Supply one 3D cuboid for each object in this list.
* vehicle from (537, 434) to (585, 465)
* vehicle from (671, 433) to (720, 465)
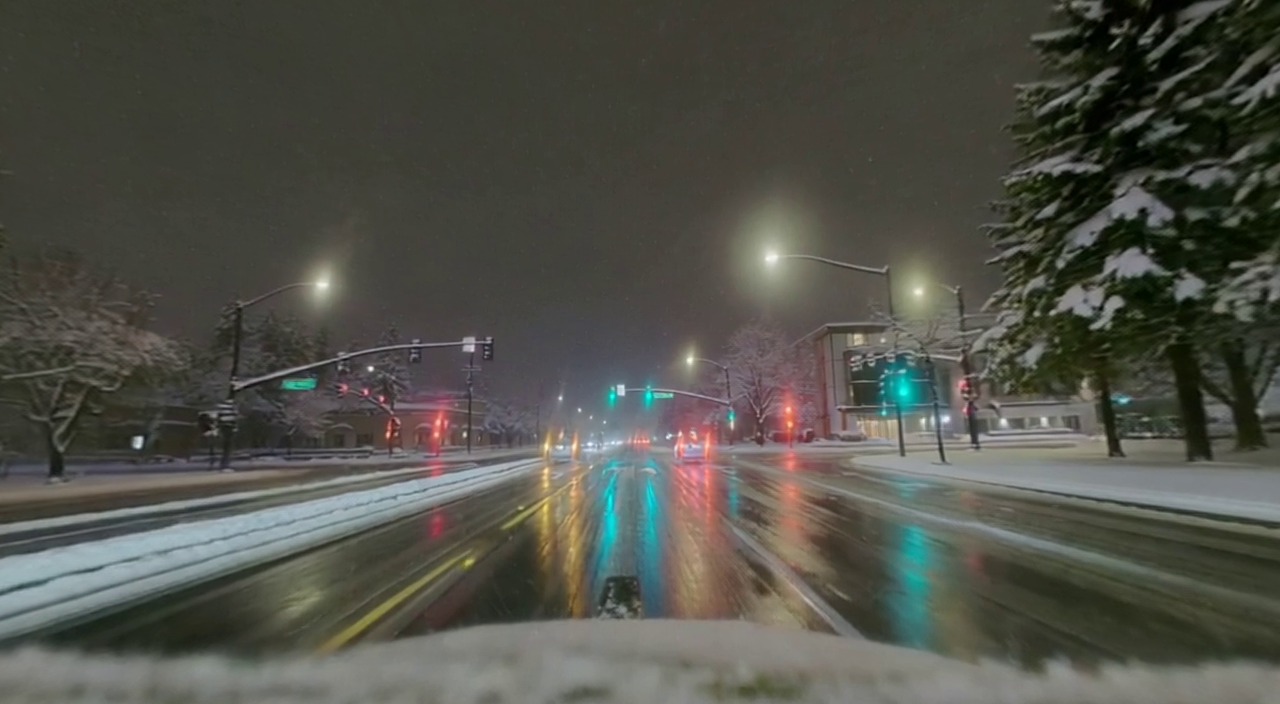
[{"bbox_3d":[-4.137,5.204,33.861,1.973,1.526,4.533,0,-9,0],"label":"vehicle"},{"bbox_3d":[2.849,5.134,33.465,2.130,1.524,4.722,0,-9,0],"label":"vehicle"}]
